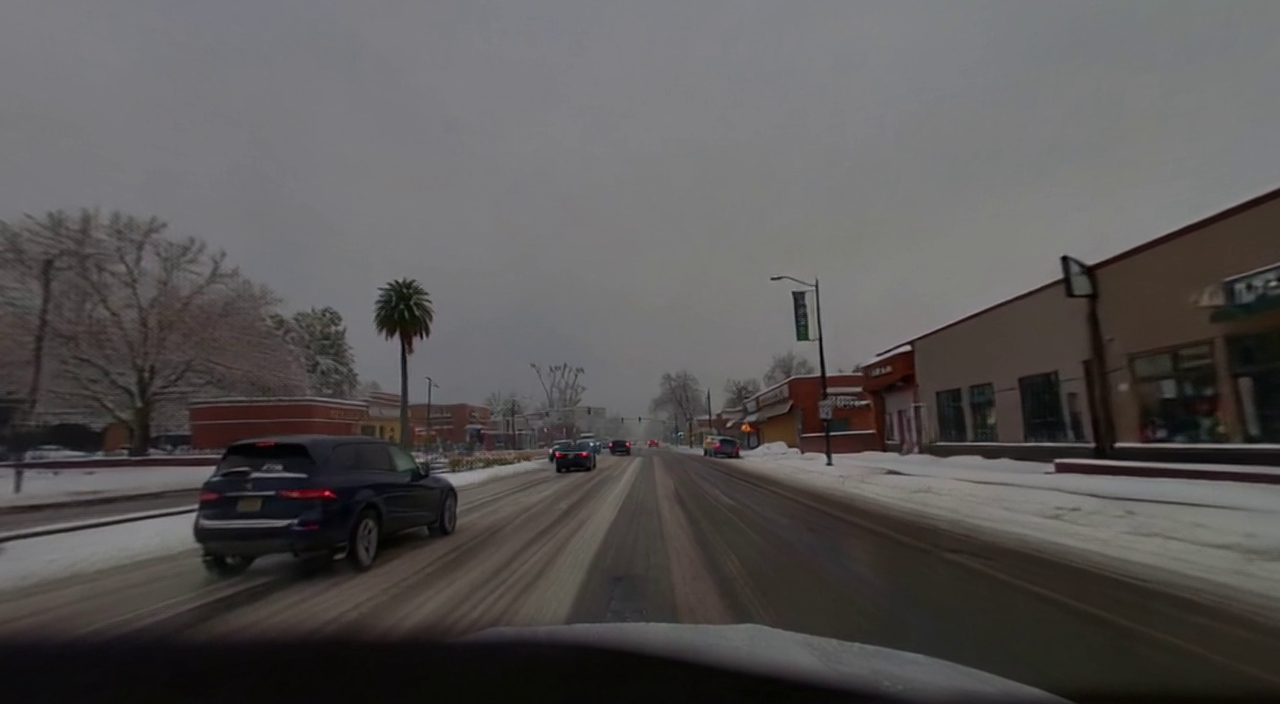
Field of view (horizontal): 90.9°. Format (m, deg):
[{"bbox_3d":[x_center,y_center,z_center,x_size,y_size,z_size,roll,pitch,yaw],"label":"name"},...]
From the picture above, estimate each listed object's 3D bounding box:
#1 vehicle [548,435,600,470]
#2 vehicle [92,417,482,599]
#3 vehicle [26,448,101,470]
[{"bbox_3d":[-3.236,5.036,31.643,2.024,1.636,4.121,0,-9,2],"label":"vehicle"},{"bbox_3d":[-3.544,1.646,7.576,2.032,1.511,4.424,0,-9,1],"label":"vehicle"},{"bbox_3d":[-40.813,7.569,44.614,4.387,1.471,1.856,-3,-9,19],"label":"vehicle"}]
